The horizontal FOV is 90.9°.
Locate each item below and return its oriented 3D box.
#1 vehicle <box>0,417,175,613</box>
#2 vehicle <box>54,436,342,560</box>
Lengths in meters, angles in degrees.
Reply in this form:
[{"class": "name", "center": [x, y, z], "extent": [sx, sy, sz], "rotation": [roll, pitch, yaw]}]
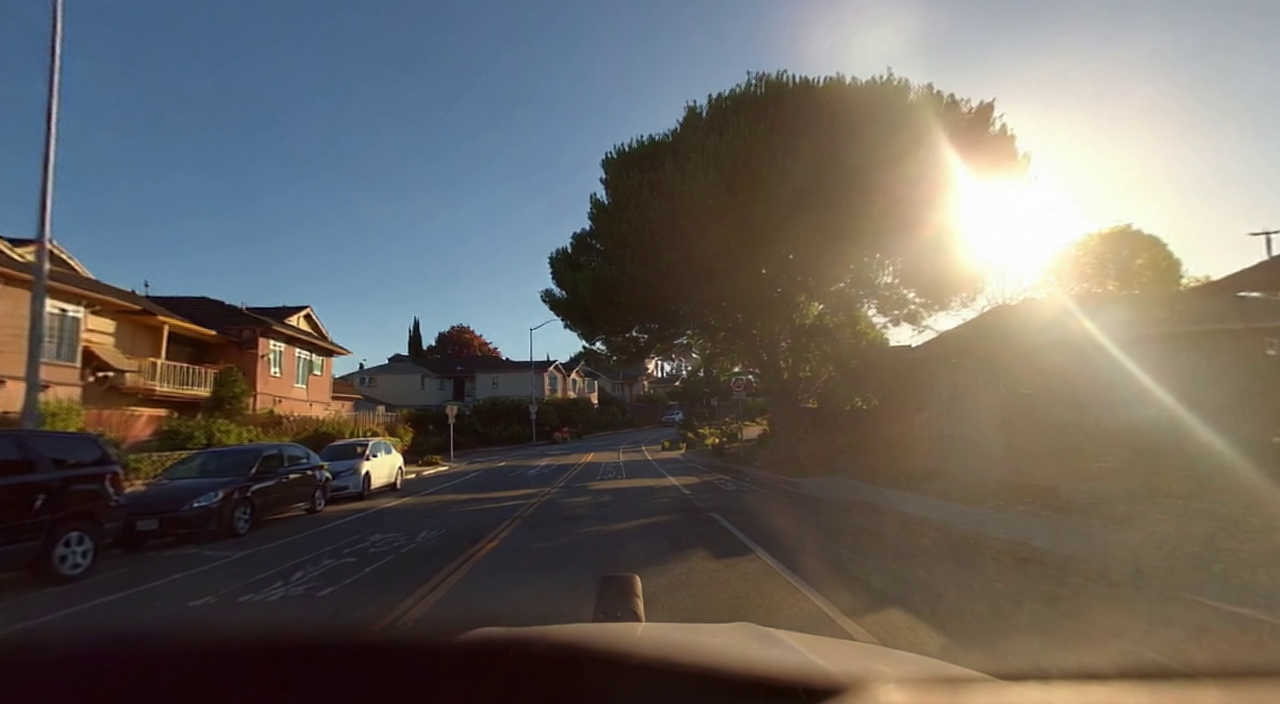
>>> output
[{"class": "vehicle", "center": [-6.671, 1.444, 5.473], "extent": [1.865, 1.750, 4.507], "rotation": [0, -8, -1]}, {"class": "vehicle", "center": [-6.567, 2.119, 9.995], "extent": [1.777, 1.554, 3.790], "rotation": [0, -8, 0]}]
